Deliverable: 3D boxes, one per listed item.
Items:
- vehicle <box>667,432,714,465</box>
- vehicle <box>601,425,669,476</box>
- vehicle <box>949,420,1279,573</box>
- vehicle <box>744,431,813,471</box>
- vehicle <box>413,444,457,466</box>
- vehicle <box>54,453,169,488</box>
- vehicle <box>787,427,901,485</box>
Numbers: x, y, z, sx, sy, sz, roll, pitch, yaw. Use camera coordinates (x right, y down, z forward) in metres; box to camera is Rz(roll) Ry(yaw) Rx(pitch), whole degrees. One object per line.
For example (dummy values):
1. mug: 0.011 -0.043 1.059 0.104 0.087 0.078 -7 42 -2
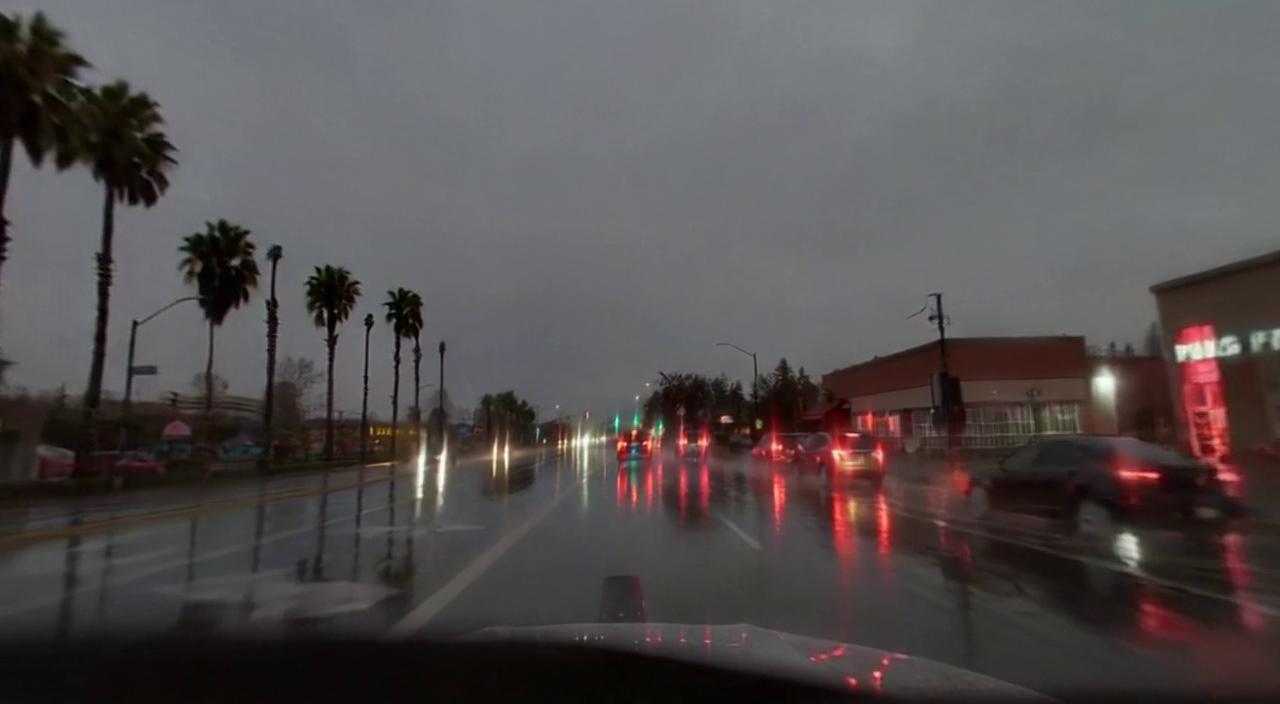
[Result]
1. vehicle: 2.827 5.542 36.344 2.187 1.777 4.444 0 -9 -2
2. vehicle: -0.232 3.942 25.299 2.428 1.816 4.959 0 -9 -1
3. vehicle: 6.592 1.786 8.724 2.038 1.476 5.032 0 -9 -1
4. vehicle: 6.366 4.619 29.625 2.001 1.692 4.800 0 -9 -2
5. vehicle: -15.238 7.693 47.235 1.875 1.513 4.260 0 -9 -1
6. vehicle: -27.929 6.257 33.502 4.139 1.702 2.040 0 -9 -3
7. vehicle: 6.495 3.391 20.797 2.100 1.675 4.536 0 -9 -2
